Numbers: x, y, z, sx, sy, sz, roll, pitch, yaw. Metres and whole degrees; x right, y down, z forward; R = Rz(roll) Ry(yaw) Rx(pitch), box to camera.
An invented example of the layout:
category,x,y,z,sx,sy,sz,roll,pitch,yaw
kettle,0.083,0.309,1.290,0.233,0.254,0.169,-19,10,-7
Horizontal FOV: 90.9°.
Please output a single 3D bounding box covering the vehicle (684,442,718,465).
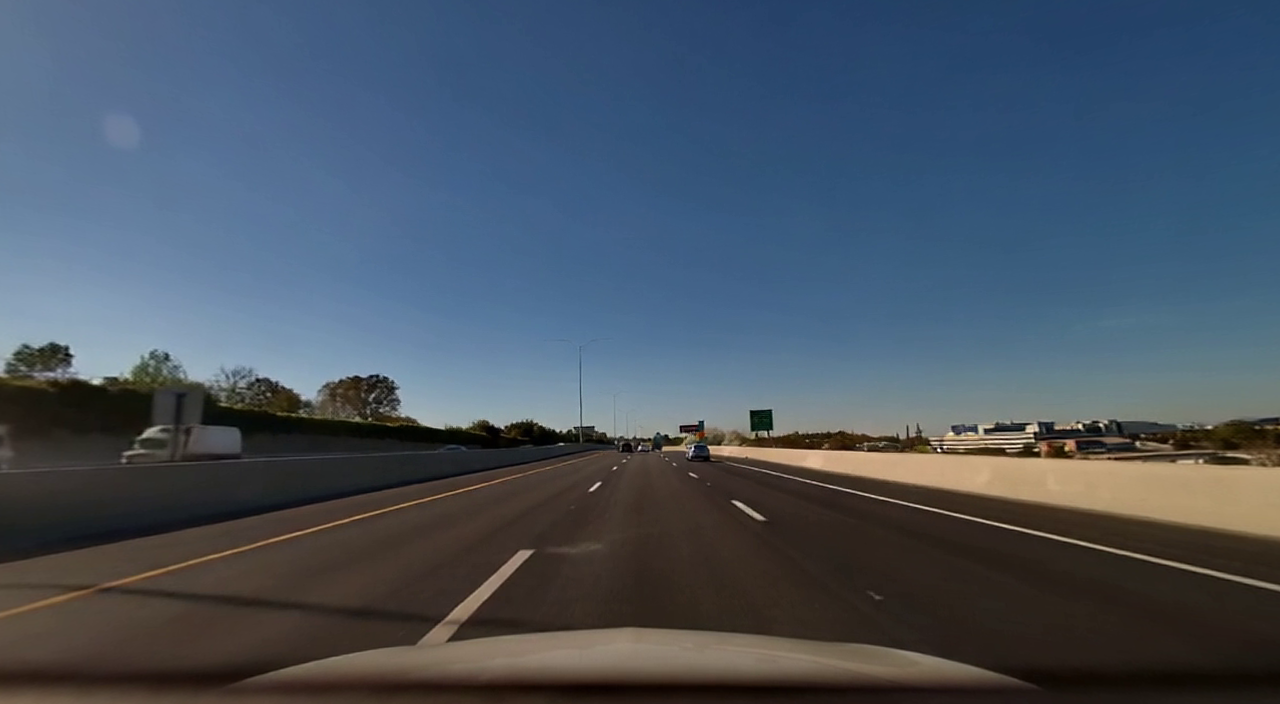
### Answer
category,x,y,z,sx,sy,sz,roll,pitch,yaw
vehicle,4.232,7.110,44.479,2.003,1.520,4.058,0,-8,0
